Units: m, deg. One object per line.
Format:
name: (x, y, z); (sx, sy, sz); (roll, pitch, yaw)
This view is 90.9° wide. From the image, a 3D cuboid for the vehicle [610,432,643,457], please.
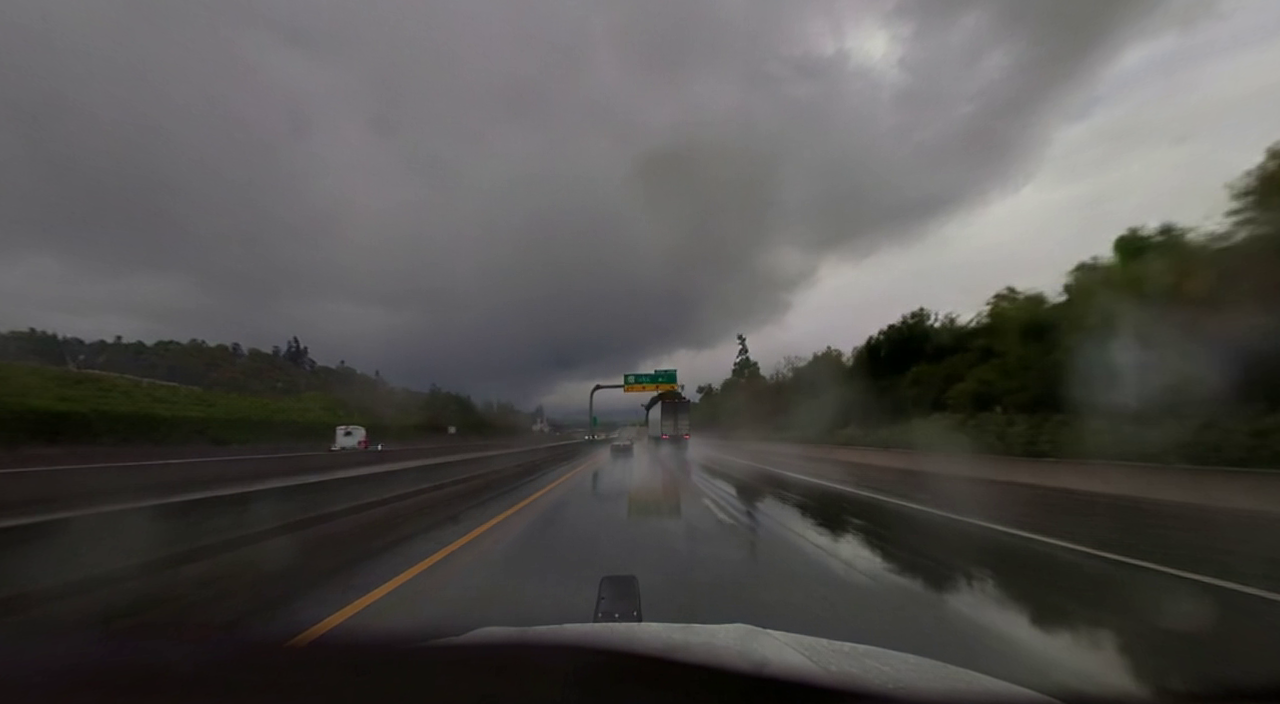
vehicle: (-0.856, 6.184, 42.239); (2.095, 1.557, 3.963); (0, -8, 0)
